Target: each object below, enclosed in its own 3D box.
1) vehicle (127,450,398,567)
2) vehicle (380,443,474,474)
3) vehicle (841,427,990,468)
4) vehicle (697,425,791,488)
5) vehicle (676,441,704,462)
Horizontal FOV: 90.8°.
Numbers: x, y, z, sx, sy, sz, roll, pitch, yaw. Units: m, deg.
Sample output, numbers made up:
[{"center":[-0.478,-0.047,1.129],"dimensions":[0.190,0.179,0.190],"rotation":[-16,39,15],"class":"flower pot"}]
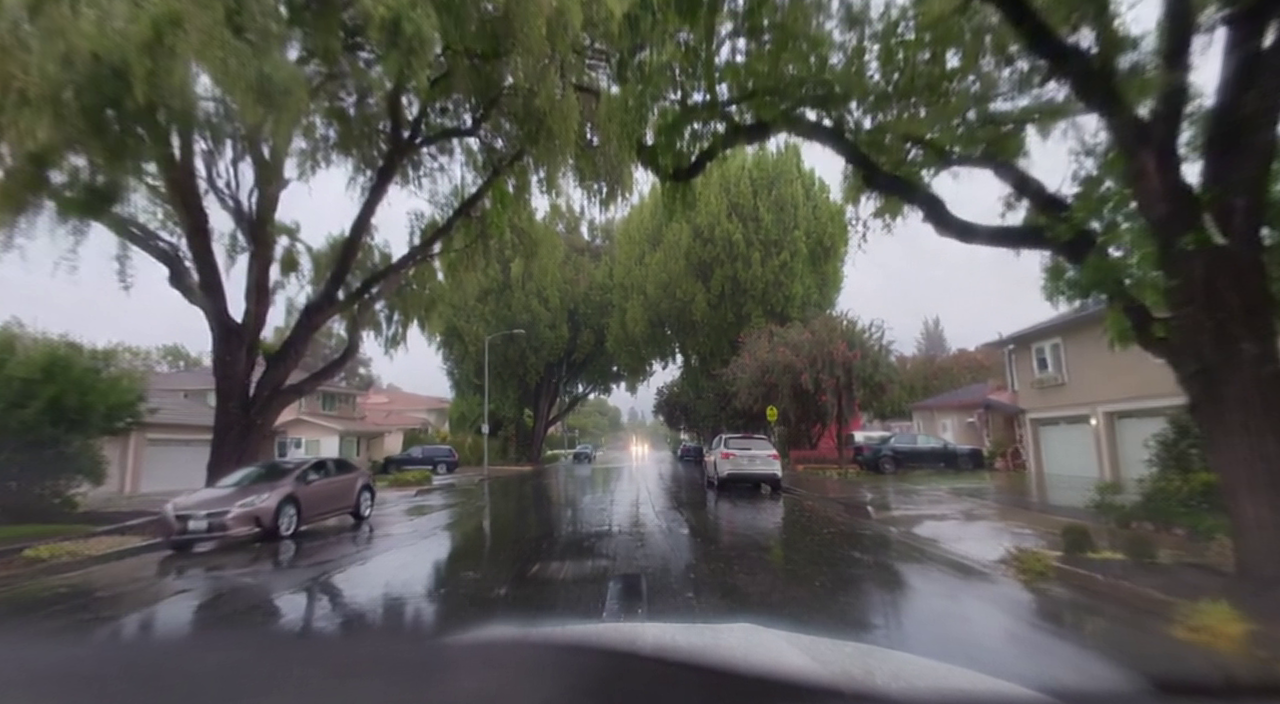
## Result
[{"center":[-6.249,2.571,11.225],"dimensions":[2.099,1.399,4.357],"rotation":[-4,-8,1],"class":"vehicle"},{"center":[-12.794,6.416,38.136],"dimensions":[4.928,1.797,1.981],"rotation":[-1,-8,2],"class":"vehicle"},{"center":[10.644,3.759,24.871],"dimensions":[5.041,1.486,1.969],"rotation":[-2,-9,14],"class":"vehicle"},{"center":[3.337,3.485,21.380],"dimensions":[2.241,1.875,5.059],"rotation":[0,-8,-1],"class":"vehicle"},{"center":[3.798,7.651,48.746],"dimensions":[2.016,1.567,4.228],"rotation":[-1,-8,2],"class":"vehicle"}]
